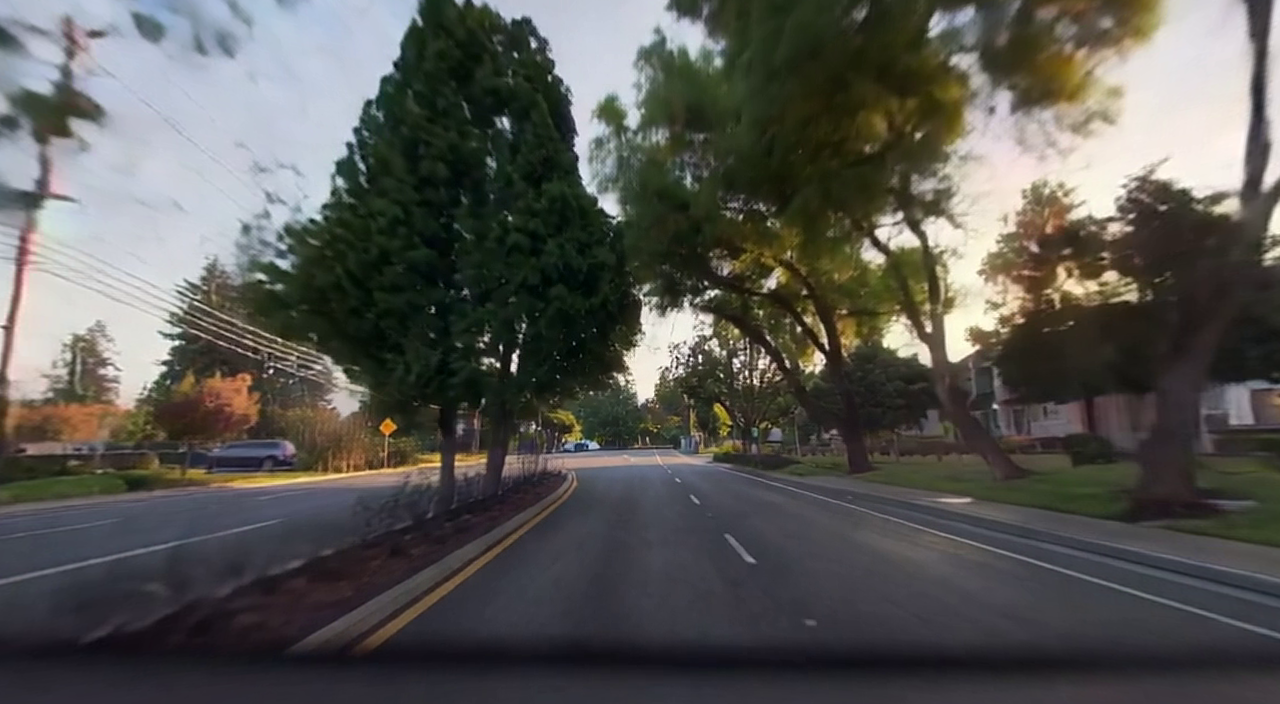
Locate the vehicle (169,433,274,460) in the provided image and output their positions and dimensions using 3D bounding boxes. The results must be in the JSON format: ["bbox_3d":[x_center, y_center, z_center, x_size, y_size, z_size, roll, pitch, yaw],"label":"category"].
[{"bbox_3d":[-22.745,5.137,34.345,4.265,1.393,2.071,0,-8,3],"label":"vehicle"}]
